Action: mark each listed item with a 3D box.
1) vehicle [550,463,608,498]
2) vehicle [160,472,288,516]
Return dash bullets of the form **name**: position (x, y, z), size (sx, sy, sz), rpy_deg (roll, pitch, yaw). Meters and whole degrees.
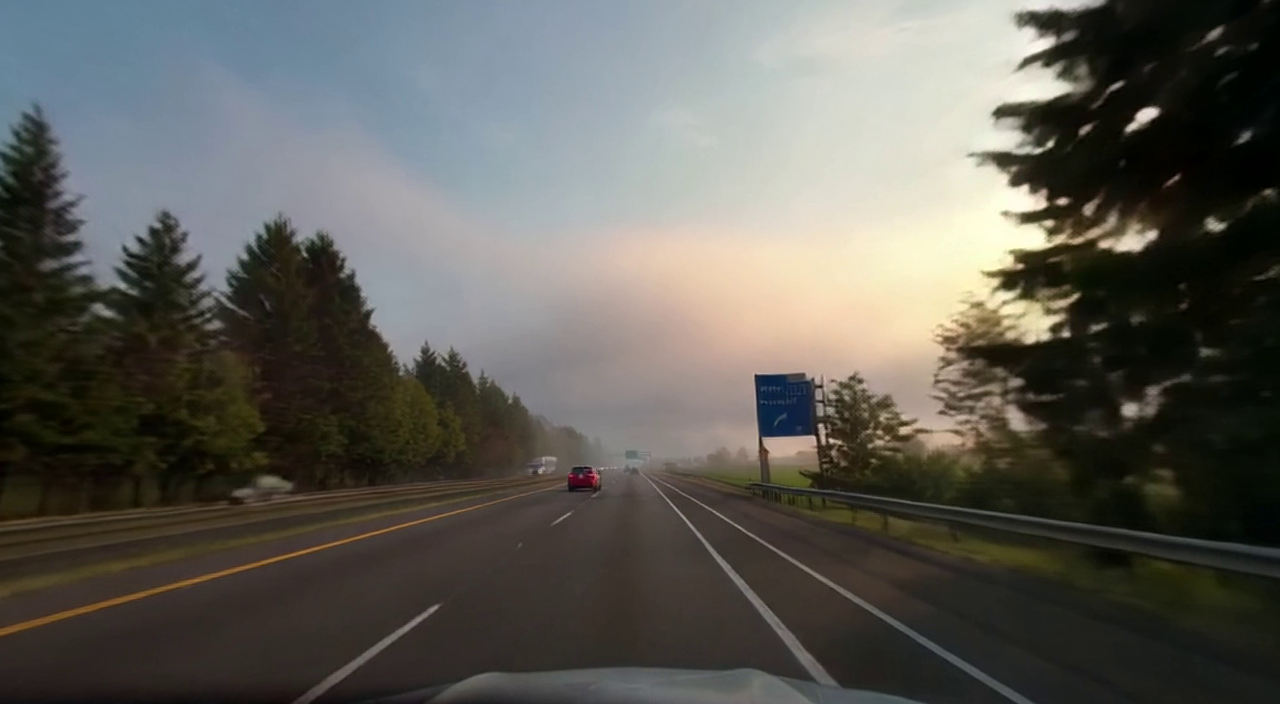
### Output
- **vehicle**: position (-2.707, 5.889, 29.120), size (2.183, 1.435, 4.653), rpy_deg (0, -10, 1)
- **vehicle**: position (-16.440, 5.625, 25.251), size (1.887, 1.517, 4.752), rpy_deg (1, -10, -1)
